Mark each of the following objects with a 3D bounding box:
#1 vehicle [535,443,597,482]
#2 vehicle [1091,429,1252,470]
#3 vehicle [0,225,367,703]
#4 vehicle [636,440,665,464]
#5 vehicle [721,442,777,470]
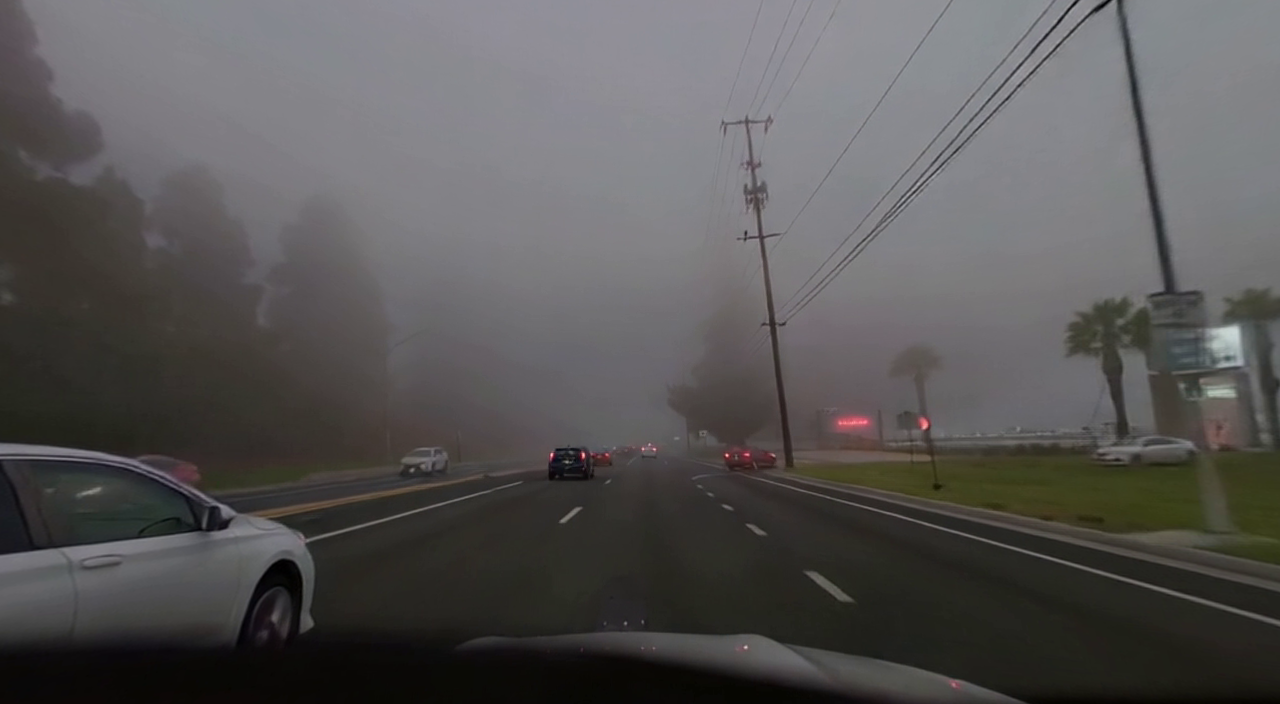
[{"bbox_3d":[-2.910,4.457,25.704,1.982,1.451,4.152,0,-9,1],"label":"vehicle"},{"bbox_3d":[20.943,3.857,25.013,4.392,1.535,2.131,0,-9,1],"label":"vehicle"},{"bbox_3d":[-3.076,0.539,1.279,2.381,1.961,5.563,0,-9,2],"label":"vehicle"},{"bbox_3d":[0.775,7.675,48.559,2.155,1.781,3.977,0,-9,1],"label":"vehicle"},{"bbox_3d":[6.408,6.009,36.629,2.062,1.541,4.420,-4,-9,26],"label":"vehicle"}]
